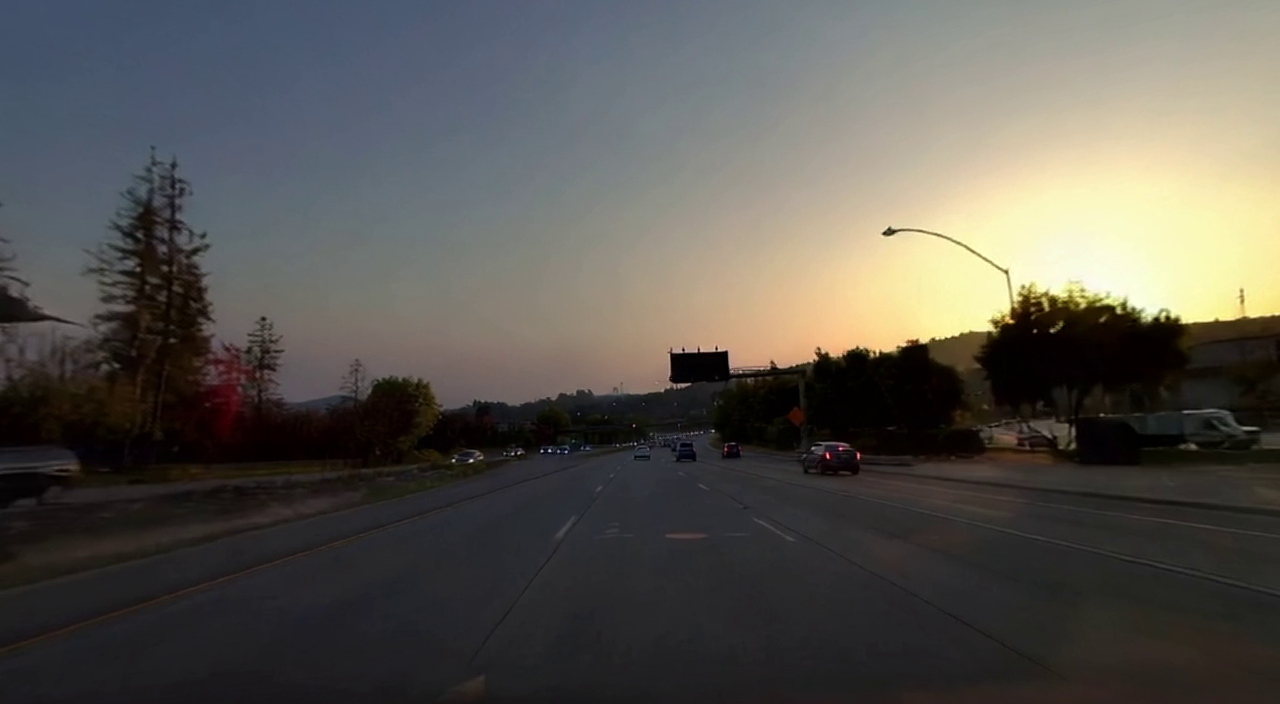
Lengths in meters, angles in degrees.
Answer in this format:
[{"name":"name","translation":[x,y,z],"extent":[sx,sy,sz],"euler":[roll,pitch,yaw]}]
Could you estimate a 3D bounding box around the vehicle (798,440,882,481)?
[{"name":"vehicle","translation":[8.189,4.474,26.222],"extent":[1.989,1.526,4.443],"euler":[0,-9,0]}]
